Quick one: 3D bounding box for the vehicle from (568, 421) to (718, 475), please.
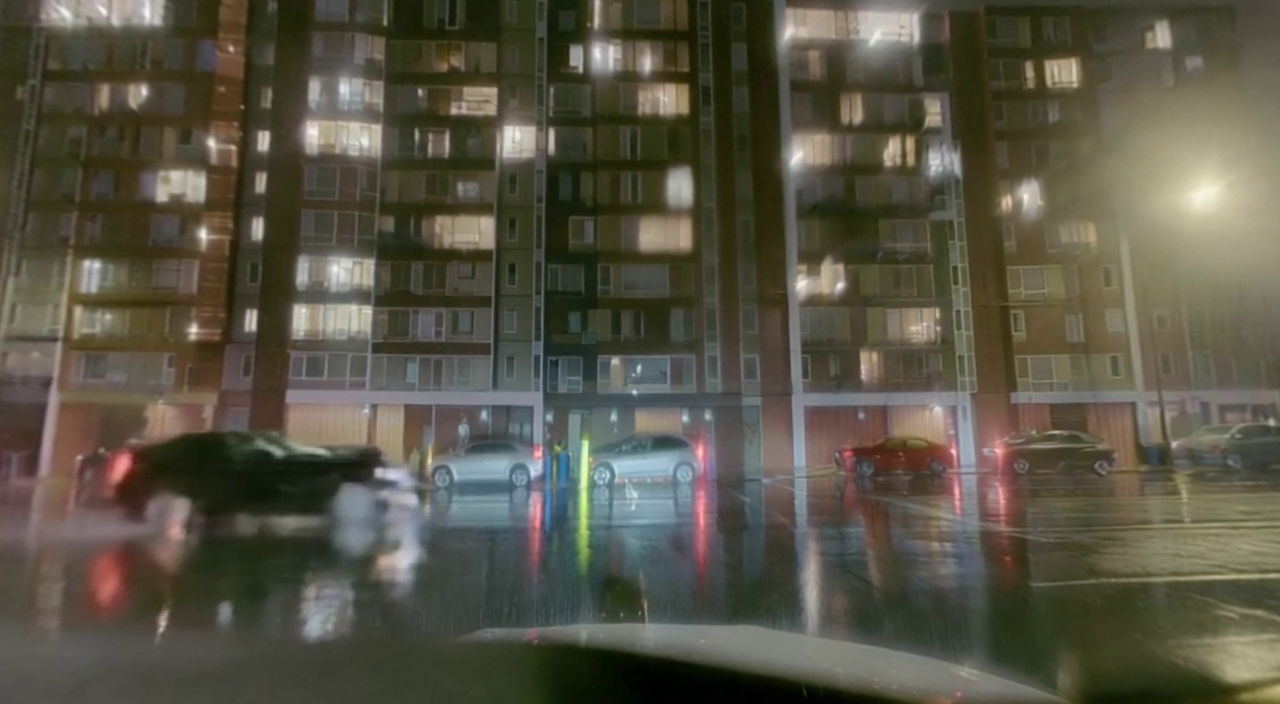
[{"bbox_3d":[0.056,3.579,23.423,5.299,1.860,2.098,1,-9,-5],"label":"vehicle"}]

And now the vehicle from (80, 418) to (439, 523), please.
[{"bbox_3d":[-5.973,1.909,10.467,4.609,1.508,2.039,0,-8,-1],"label":"vehicle"}]

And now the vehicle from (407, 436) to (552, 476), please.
[{"bbox_3d":[-5.769,3.836,23.225,4.851,1.339,1.785,0,-10,-2],"label":"vehicle"}]

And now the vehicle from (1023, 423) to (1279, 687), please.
[{"bbox_3d":[5.909,1.324,4.794,4.714,1.471,1.978,-1,-4,1],"label":"vehicle"}]

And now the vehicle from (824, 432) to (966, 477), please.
[{"bbox_3d":[9.448,3.798,23.630,4.521,1.411,1.726,-2,-7,-4],"label":"vehicle"}]
